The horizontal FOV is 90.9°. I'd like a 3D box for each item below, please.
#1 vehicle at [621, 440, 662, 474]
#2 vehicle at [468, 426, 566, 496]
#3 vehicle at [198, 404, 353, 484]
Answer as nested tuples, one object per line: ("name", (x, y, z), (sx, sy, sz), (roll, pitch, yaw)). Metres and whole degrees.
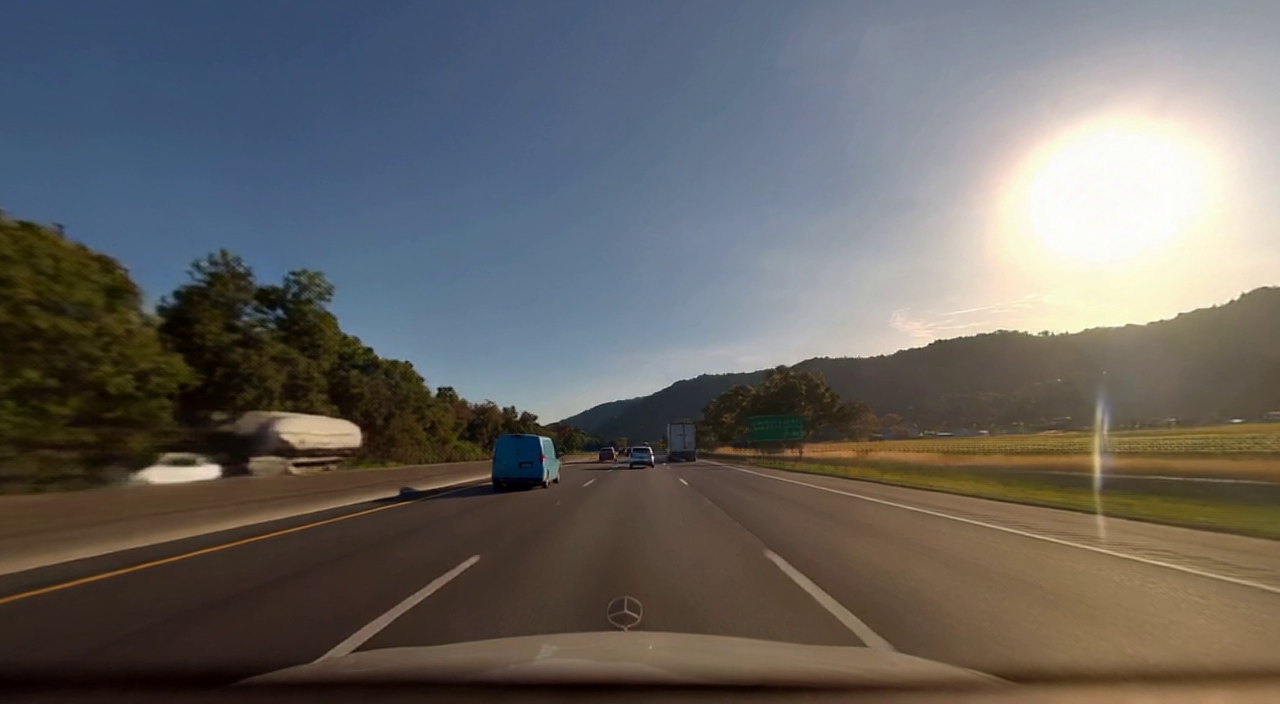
("vehicle", (0.094, 6.038, 36.501), (2.209, 1.825, 4.036), (0, -9, 0))
("vehicle", (-3.844, 3.530, 20.686), (2.167, 1.991, 5.062), (0, -9, 0))
("vehicle", (-19.300, 5.026, 34.323), (2.893, 3.722, 8.903), (0, -9, 1))
